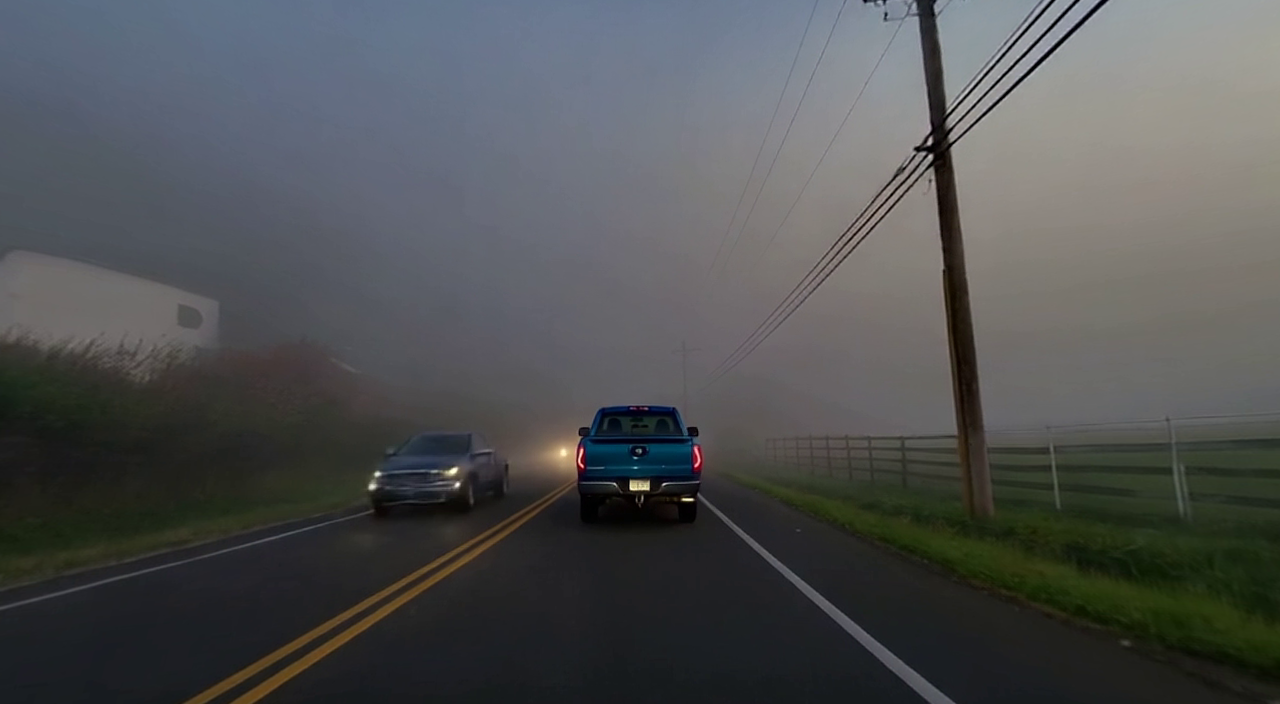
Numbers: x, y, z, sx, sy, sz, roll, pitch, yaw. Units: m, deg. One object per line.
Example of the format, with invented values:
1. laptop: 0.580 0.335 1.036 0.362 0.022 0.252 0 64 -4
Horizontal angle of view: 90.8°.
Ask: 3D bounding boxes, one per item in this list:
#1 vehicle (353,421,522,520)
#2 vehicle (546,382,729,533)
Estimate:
1. vehicle: -4.171 2.529 14.023 2.193 1.805 4.657 0 -9 0
2. vehicle: -0.085 1.994 12.371 2.693 2.223 5.885 0 -9 -1
